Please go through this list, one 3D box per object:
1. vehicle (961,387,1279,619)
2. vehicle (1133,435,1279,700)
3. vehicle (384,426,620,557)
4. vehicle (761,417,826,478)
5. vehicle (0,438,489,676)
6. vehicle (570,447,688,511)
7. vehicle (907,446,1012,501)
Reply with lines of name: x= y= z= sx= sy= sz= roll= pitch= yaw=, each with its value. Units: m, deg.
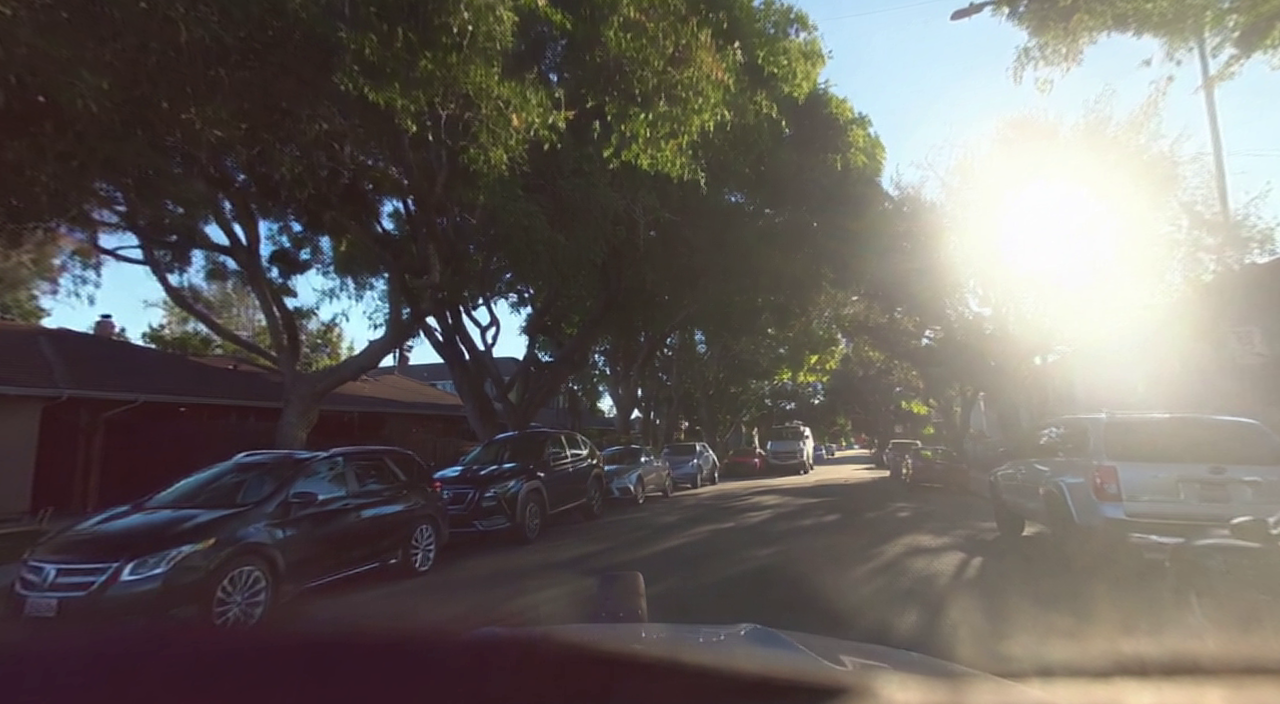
vehicle: x=5.695 y=1.593 z=7.643 sx=2.182 sy=1.900 sz=4.779 roll=-2 pitch=-9 yaw=15
vehicle: x=4.275 y=1.054 z=2.508 sx=1.992 sy=1.456 sz=4.610 roll=-2 pitch=-9 yaw=16
vehicle: x=-2.111 y=2.343 z=11.585 sx=2.203 sy=1.815 sz=4.972 roll=-2 pitch=-9 yaw=14
vehicle: x=8.318 y=5.041 z=33.741 sx=2.716 sy=2.887 sz=6.781 roll=-2 pitch=-8 yaw=18
vehicle: x=-3.494 y=1.671 z=6.490 sx=1.855 sy=1.510 sz=4.406 roll=-2 pitch=-9 yaw=15
vehicle: x=-0.116 y=3.400 z=17.531 sx=1.861 sy=1.474 sz=4.749 roll=-3 pitch=-9 yaw=17
vehicle: x=9.671 y=3.648 z=19.500 sx=1.813 sy=1.468 sz=4.267 roll=-2 pitch=-9 yaw=12
